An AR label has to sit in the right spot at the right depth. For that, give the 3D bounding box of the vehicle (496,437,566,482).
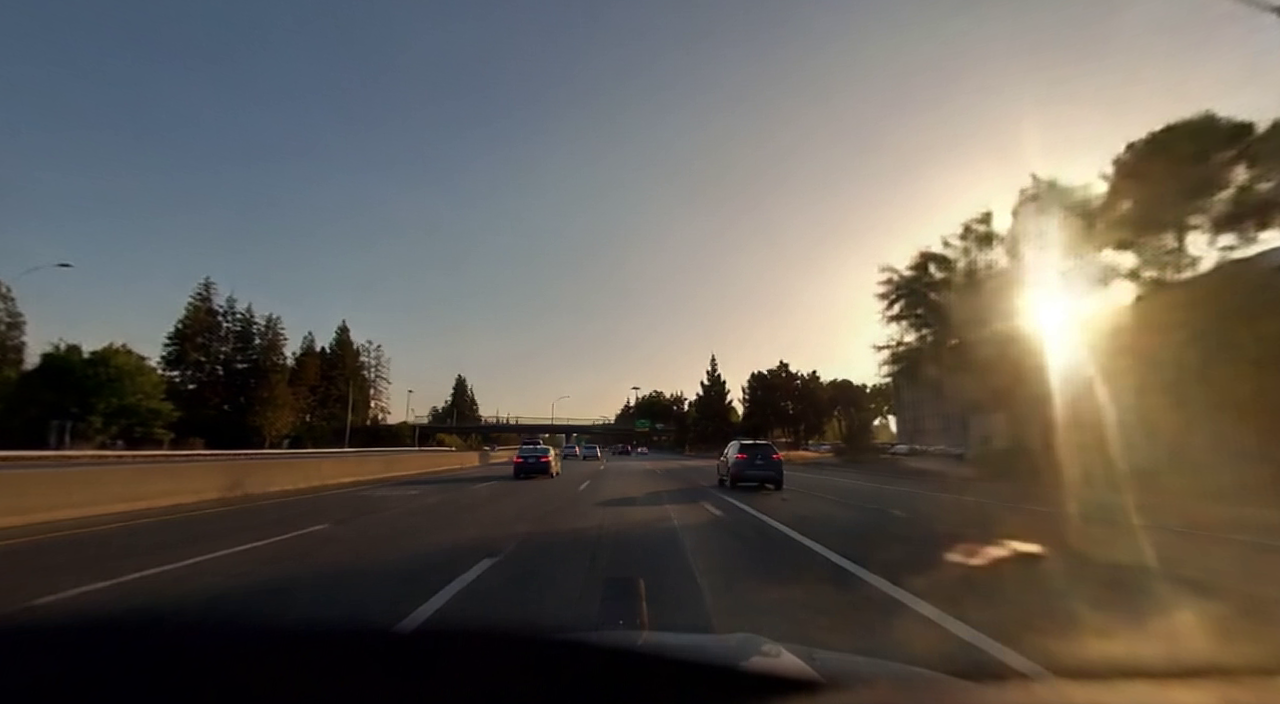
[{"bbox_3d":[-4.588,4.604,27.358,2.176,1.779,4.755,0,-8,0],"label":"vehicle"}]

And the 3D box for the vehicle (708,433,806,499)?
[{"bbox_3d":[3.297,3.304,18.716,1.997,1.686,4.247,0,-8,-1],"label":"vehicle"}]
